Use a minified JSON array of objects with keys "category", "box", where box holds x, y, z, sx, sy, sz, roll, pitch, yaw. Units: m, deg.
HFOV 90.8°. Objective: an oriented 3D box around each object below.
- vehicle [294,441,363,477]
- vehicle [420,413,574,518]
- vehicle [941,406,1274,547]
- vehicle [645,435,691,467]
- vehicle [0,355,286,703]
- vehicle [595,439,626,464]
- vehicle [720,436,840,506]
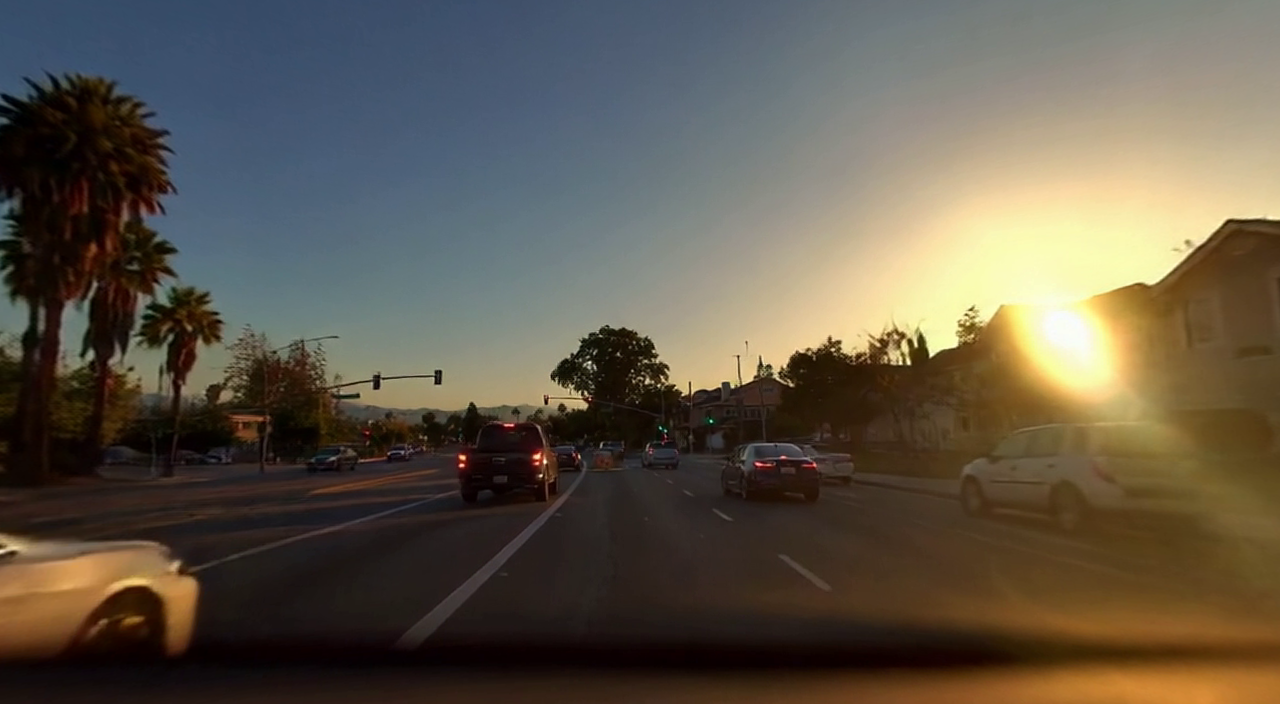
[{"category":"vehicle","box":[-18.796,6.445,38.423,2.292,1.990,5.714,2,-9,-12]},{"category":"vehicle","box":[-3.016,2.595,15.106,2.354,1.948,6.355,0,-8,-1]},{"category":"vehicle","box":[7.111,1.921,10.389,2.011,1.805,4.260,0,-8,-3]},{"category":"vehicle","box":[1.795,6.691,42.861,2.391,1.960,5.600,1,-8,-5]},{"category":"vehicle","box":[-3.056,0.744,1.627,1.922,1.577,4.140,0,-8,-1]},{"category":"vehicle","box":[-2.303,7.647,48.683,2.164,1.867,4.254,1,-8,-6]},{"category":"vehicle","box":[3.281,2.869,15.703,1.870,1.491,4.009,0,-8,-3]}]
